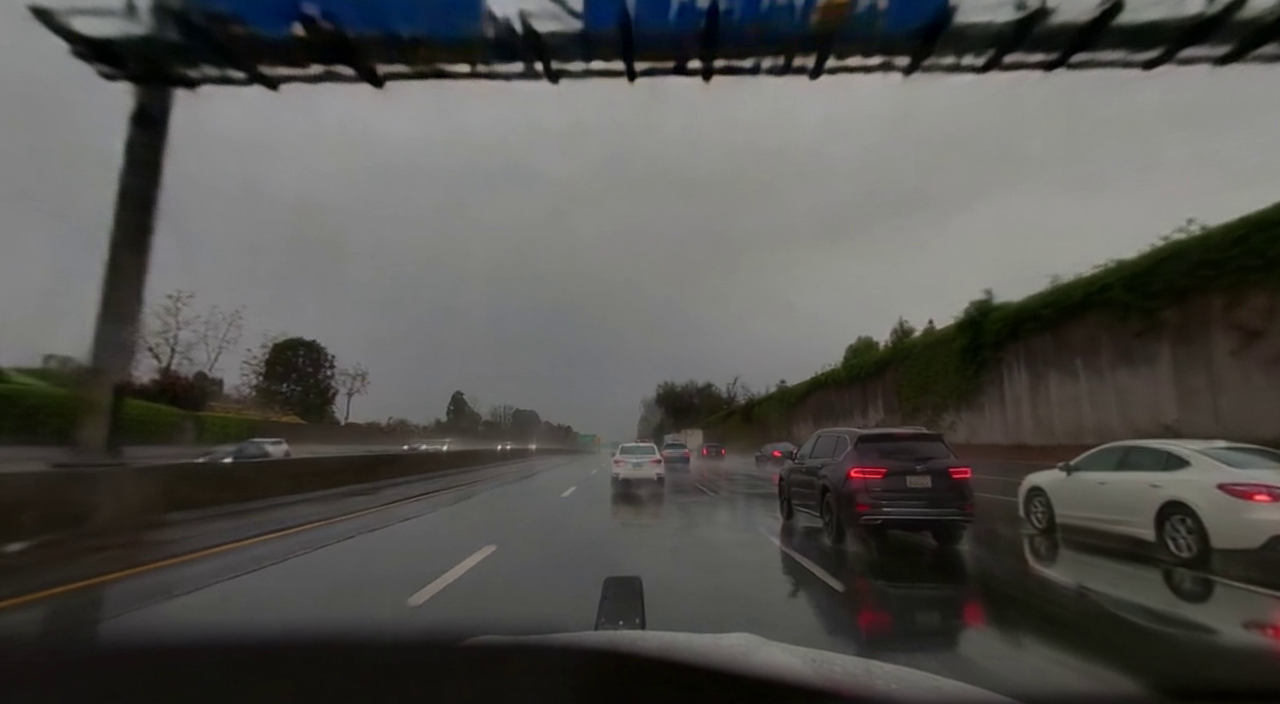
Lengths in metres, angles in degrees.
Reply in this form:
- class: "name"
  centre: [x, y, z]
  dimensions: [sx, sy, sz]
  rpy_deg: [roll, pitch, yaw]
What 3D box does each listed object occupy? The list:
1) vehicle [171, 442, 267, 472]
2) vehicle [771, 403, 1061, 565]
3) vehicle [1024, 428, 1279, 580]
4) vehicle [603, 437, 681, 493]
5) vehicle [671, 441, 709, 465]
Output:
- class: "vehicle"
  centre: [-21.448, 5.339, 32.423]
  dimensions: [1.992, 1.424, 4.365]
  rpy_deg: [0, -8, -1]
- class: "vehicle"
  centre: [3.596, 1.829, 9.509]
  dimensions: [2.162, 1.800, 4.693]
  rpy_deg: [0, -8, -1]
- class: "vehicle"
  centre: [7.186, 1.749, 7.971]
  dimensions: [1.872, 1.469, 4.414]
  rpy_deg: [0, -8, 0]
- class: "vehicle"
  centre: [0.011, 3.338, 19.019]
  dimensions: [2.098, 1.475, 3.997]
  rpy_deg: [0, -8, -1]
- class: "vehicle"
  centre: [3.302, 6.770, 42.509]
  dimensions: [1.998, 1.490, 4.296]
  rpy_deg: [0, -8, -2]
